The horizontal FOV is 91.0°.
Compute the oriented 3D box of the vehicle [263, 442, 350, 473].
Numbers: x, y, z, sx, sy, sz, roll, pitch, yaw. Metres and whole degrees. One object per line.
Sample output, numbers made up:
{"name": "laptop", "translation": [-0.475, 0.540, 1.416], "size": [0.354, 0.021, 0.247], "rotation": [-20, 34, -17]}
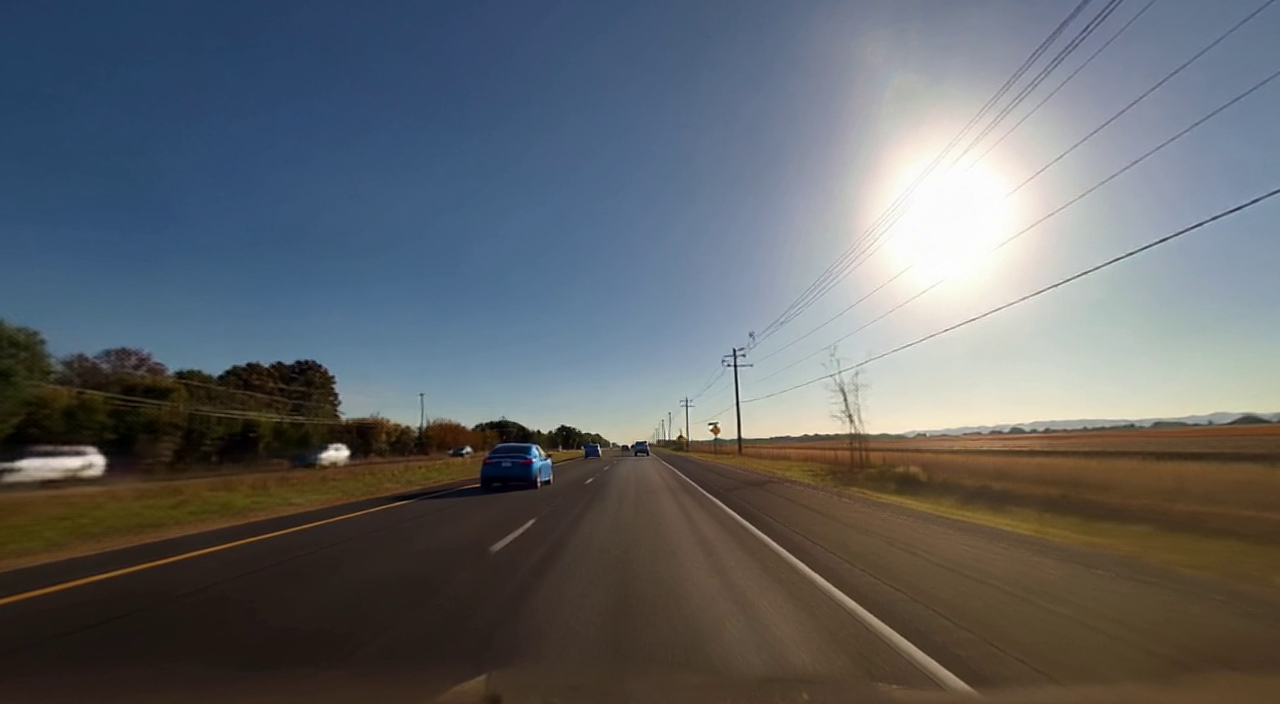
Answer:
{"name": "vehicle", "translation": [-20.714, 6.578, 39.485], "size": [2.218, 1.811, 5.782], "rotation": [0, -9, 0]}

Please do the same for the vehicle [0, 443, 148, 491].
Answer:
{"name": "vehicle", "translation": [-24.966, 4.930, 27.439], "size": [2.182, 1.824, 6.035], "rotation": [0, -9, 0]}

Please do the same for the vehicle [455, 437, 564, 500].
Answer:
{"name": "vehicle", "translation": [-3.676, 3.383, 18.755], "size": [2.120, 1.597, 4.810], "rotation": [0, -9, 1]}
